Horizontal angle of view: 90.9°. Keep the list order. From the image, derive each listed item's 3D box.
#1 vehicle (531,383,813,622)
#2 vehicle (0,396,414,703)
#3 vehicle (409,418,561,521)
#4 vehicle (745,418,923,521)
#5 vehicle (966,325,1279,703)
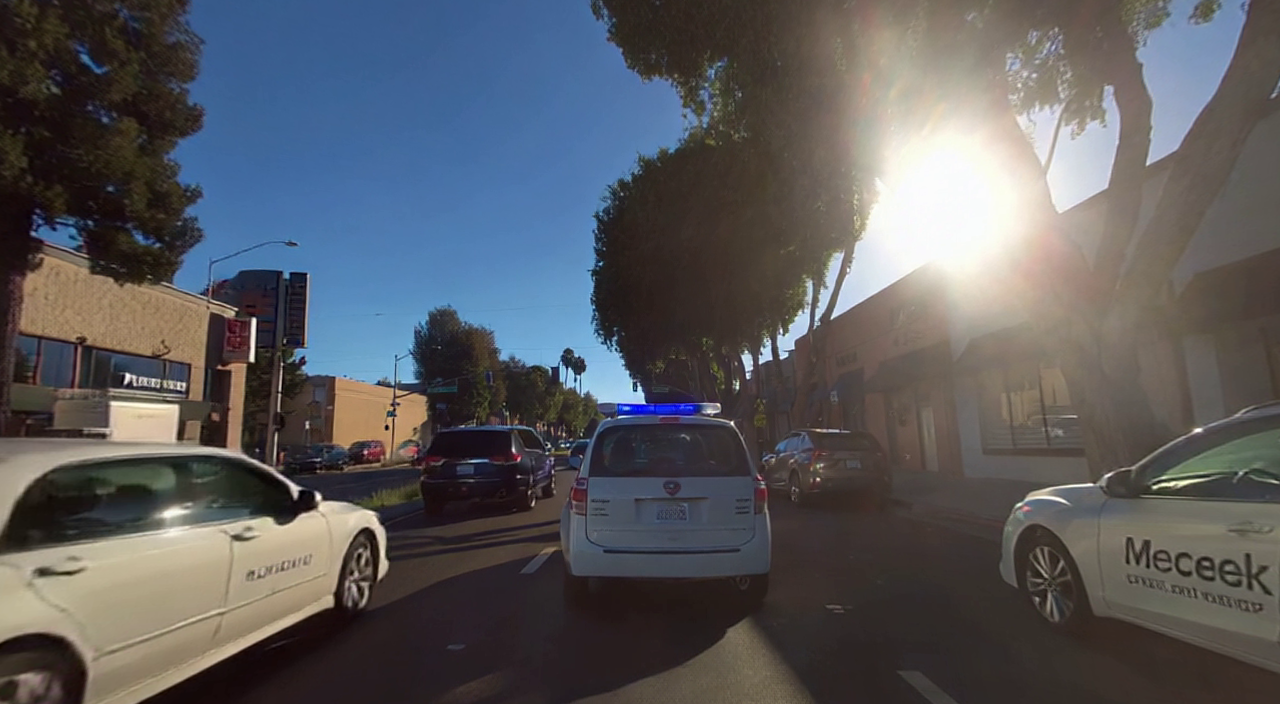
[{"bbox_3d":[0.222,1.410,6.758,2.075,1.770,4.018,0,-8,-1],"label":"vehicle"},{"bbox_3d":[-2.952,1.096,3.412,1.908,1.474,4.257,0,-8,-1],"label":"vehicle"},{"bbox_3d":[-3.040,2.425,13.497,2.135,1.806,4.514,0,-8,-1],"label":"vehicle"},{"bbox_3d":[4.056,2.577,14.503,2.038,1.865,5.786,0,-8,-2],"label":"vehicle"},{"bbox_3d":[4.007,0.895,3.219,1.987,1.877,5.330,2,-8,2],"label":"vehicle"}]
